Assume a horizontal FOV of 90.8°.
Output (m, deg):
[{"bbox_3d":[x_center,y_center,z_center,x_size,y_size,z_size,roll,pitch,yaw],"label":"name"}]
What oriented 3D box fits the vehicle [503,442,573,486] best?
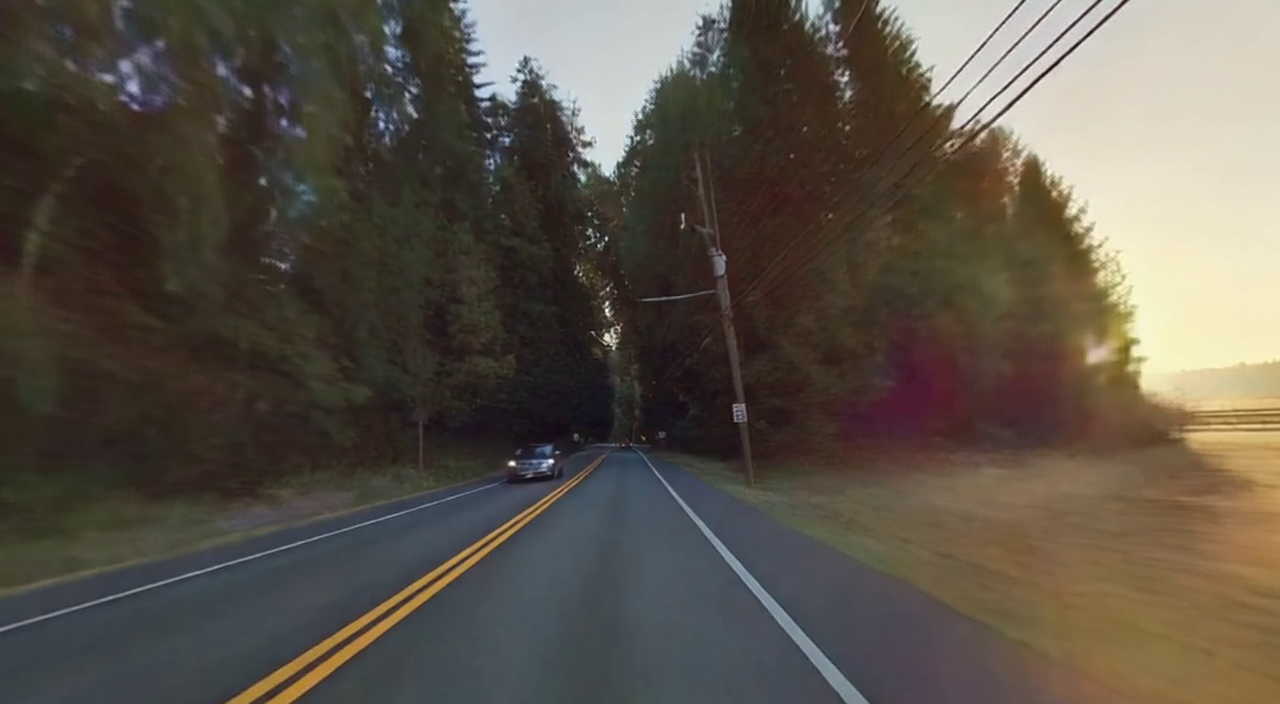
[{"bbox_3d":[-3.925,4.364,24.979,2.030,1.552,4.188,0,-9,0],"label":"vehicle"}]
